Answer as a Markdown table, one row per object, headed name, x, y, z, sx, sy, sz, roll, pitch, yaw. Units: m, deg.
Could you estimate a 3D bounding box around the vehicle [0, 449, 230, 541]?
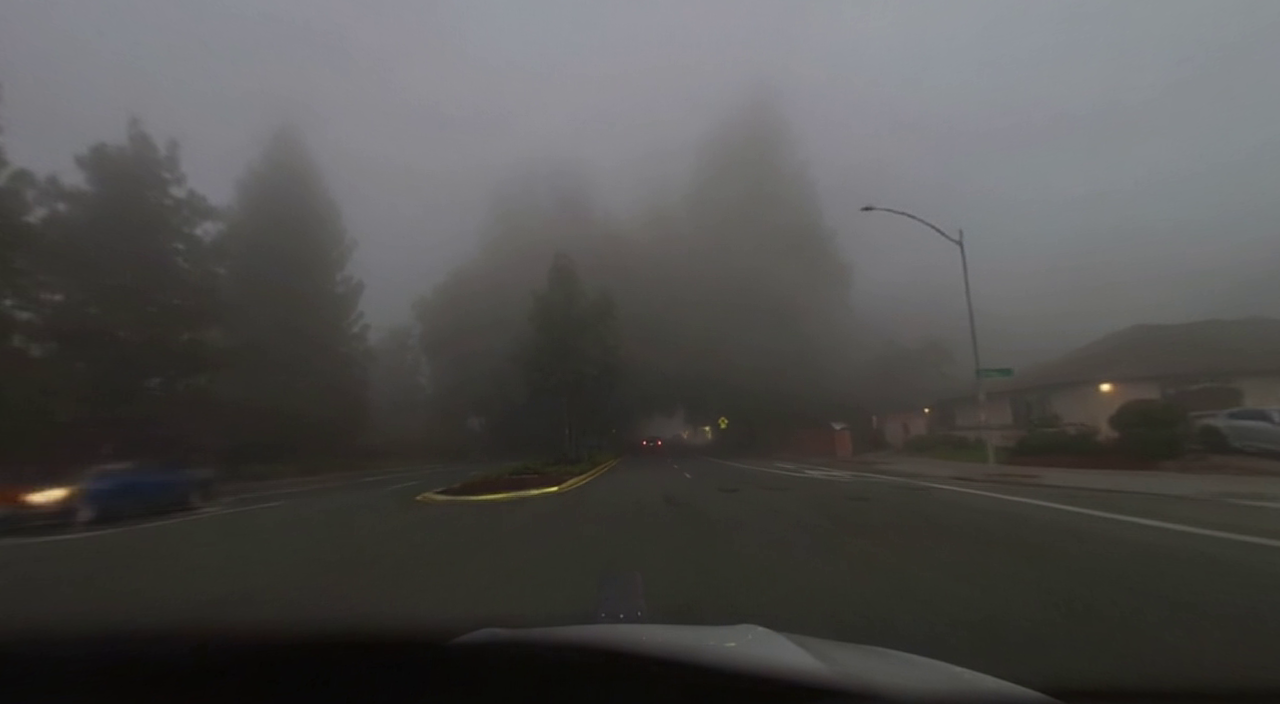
| name | x | y | z | sx | sy | sz | roll | pitch | yaw |
| --- | --- | --- | --- | --- | --- | --- | --- | --- | --- |
| vehicle | -10.619 | 2.695 | 12.615 | 1.960 | 1.465 | 4.194 | 0 | -8 | 1 |
